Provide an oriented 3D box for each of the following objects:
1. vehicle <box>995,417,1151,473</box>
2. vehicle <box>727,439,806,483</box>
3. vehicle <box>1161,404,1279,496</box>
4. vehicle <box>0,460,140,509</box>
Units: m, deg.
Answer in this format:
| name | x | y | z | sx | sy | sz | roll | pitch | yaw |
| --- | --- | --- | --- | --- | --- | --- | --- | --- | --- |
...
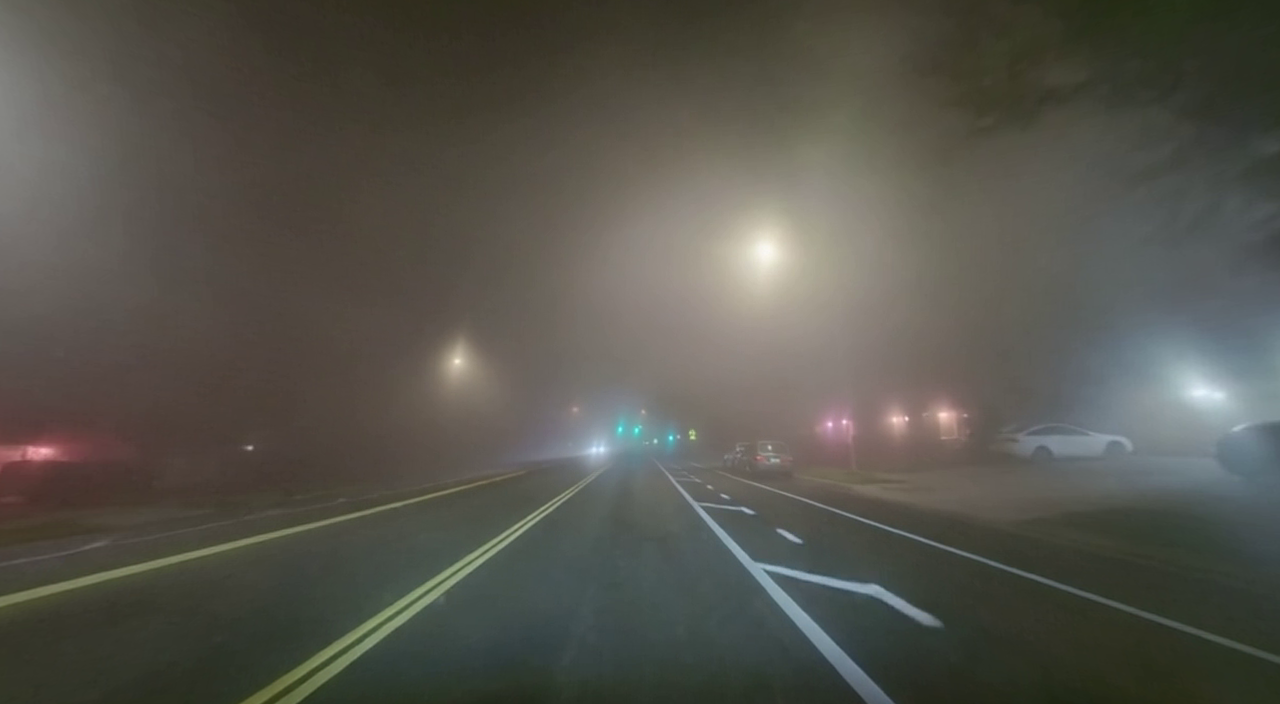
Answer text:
| name | x | y | z | sx | sy | sz | roll | pitch | yaw |
| --- | --- | --- | --- | --- | --- | --- | --- | --- | --- |
| vehicle | 14.599 | 3.098 | 21.351 | 4.268 | 1.508 | 1.861 | -2 | -6 | -14 |
| vehicle | 4.902 | 4.291 | 25.134 | 1.995 | 1.553 | 4.628 | 0 | -9 | -2 |
| vehicle | 13.363 | 1.870 | 12.259 | 4.710 | 1.612 | 1.999 | 0 | -8 | -2 |
| vehicle | -23.196 | 5.261 | 25.307 | 4.466 | 1.773 | 2.063 | 0 | -8 | -1 |
